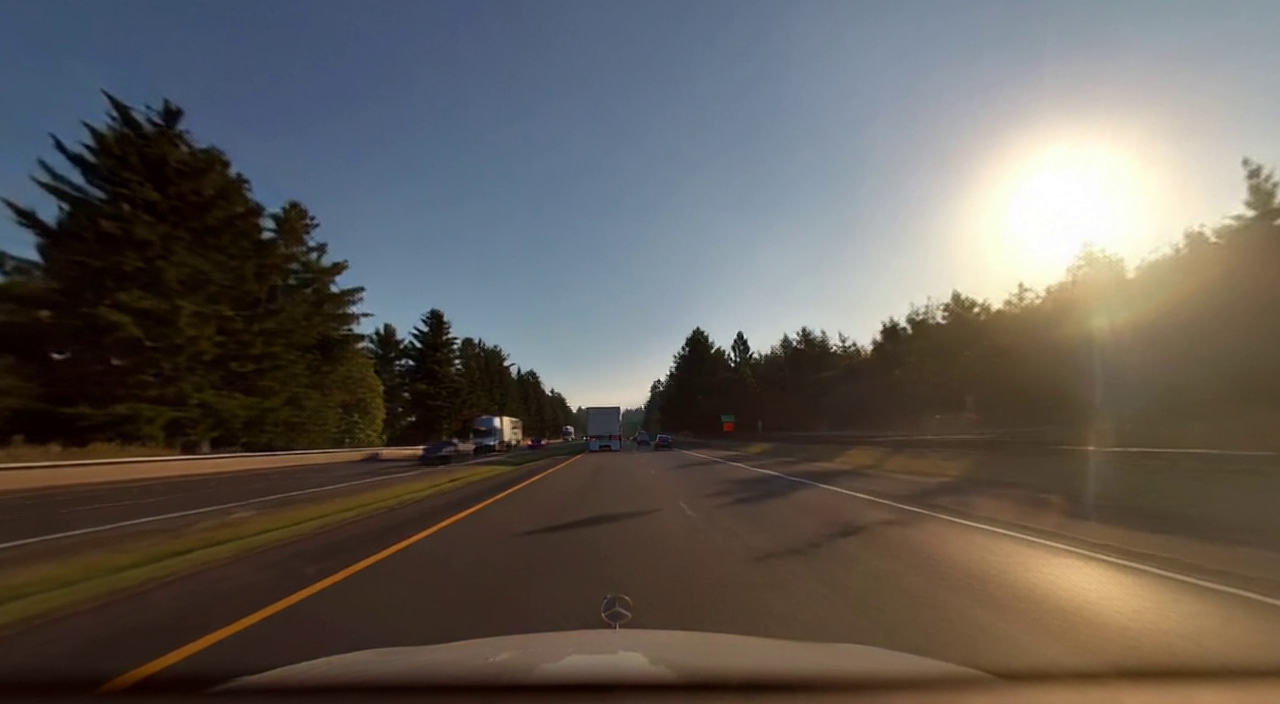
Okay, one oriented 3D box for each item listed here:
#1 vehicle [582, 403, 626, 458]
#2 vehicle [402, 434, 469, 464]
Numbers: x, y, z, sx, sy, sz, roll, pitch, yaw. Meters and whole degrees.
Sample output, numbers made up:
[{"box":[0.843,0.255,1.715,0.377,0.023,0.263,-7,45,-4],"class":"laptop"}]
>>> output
[{"box":[-2.153,4.881,38.946,2.450,3.098,6.965,0,-8,-2],"class":"vehicle"},{"box":[-10.595,5.047,32.922,2.002,1.467,4.406,0,-8,0],"class":"vehicle"}]
